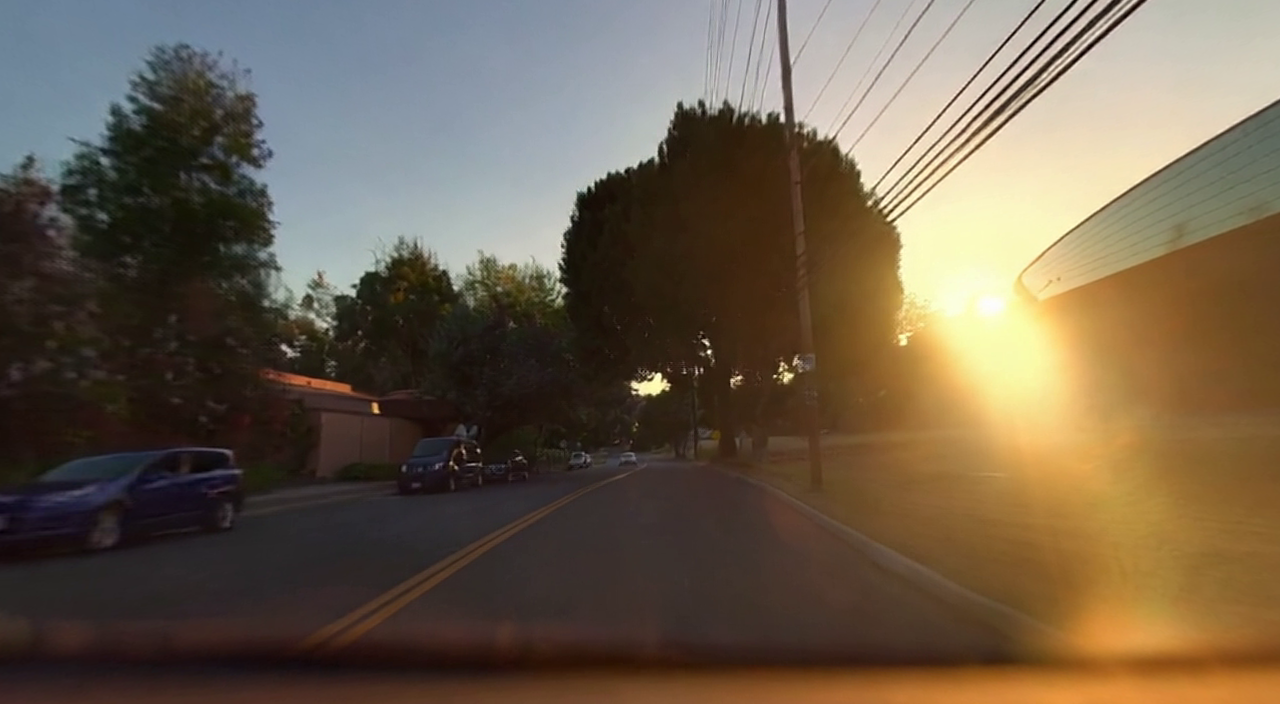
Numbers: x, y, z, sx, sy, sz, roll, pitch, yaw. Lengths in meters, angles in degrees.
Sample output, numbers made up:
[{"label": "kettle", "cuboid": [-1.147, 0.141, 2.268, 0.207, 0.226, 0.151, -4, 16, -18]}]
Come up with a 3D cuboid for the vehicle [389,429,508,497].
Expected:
[{"label": "vehicle", "cuboid": [-6.745, 3.966, 22.925, 2.295, 1.989, 5.055, -6, -9, 5]}]

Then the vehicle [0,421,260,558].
[{"label": "vehicle", "cuboid": [-7.813, 2.063, 9.409, 1.927, 1.542, 3.886, -5, -11, -1]}]
